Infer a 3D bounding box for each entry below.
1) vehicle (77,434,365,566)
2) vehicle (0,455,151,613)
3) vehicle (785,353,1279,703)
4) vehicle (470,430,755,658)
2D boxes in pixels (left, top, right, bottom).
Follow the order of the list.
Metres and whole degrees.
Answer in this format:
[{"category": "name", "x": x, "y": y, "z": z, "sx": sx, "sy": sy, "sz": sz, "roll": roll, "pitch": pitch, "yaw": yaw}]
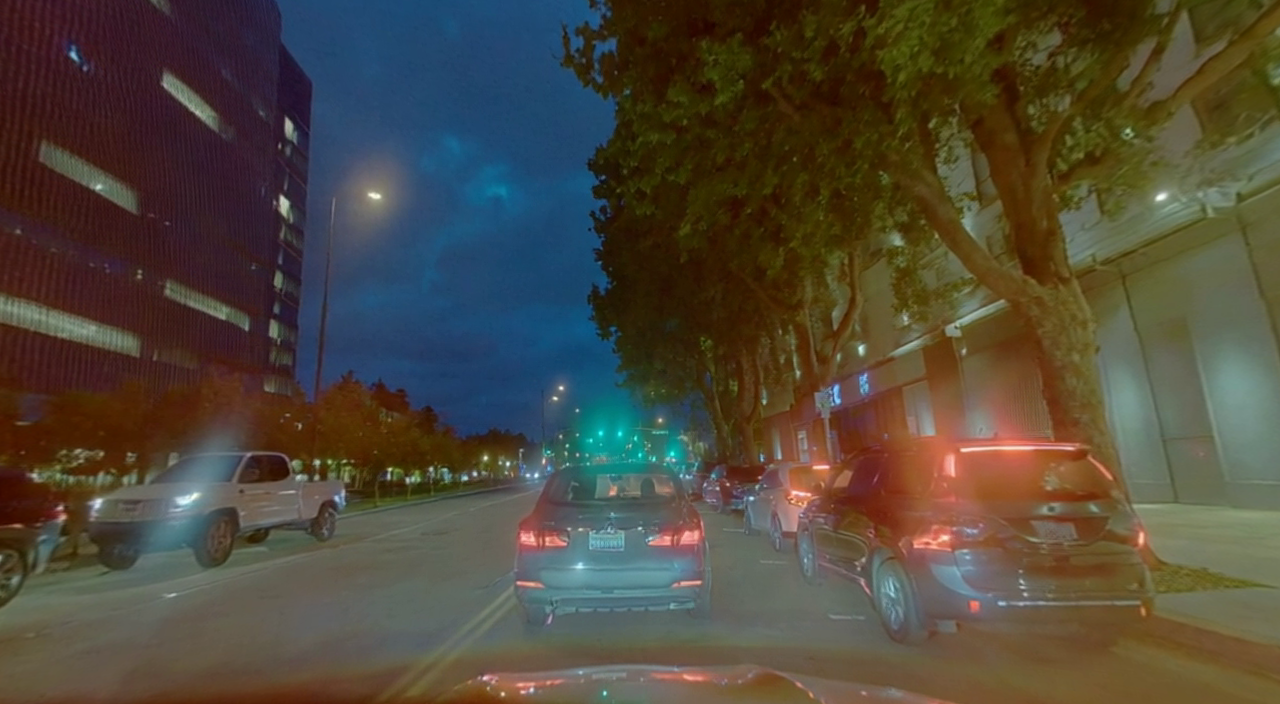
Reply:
[{"category": "vehicle", "x": -6.826, "y": 2.541, "z": 11.059, "sx": 1.994, "sy": 1.701, "sz": 4.520, "roll": -3, "pitch": -12, "yaw": -1}, {"category": "vehicle", "x": -6.968, "y": 1.631, "z": 5.522, "sx": 1.900, "sy": 1.471, "sz": 4.202, "roll": 1, "pitch": -10, "yaw": 0}, {"category": "vehicle", "x": 2.713, "y": 1.371, "z": 5.312, "sx": 1.868, "sy": 1.920, "sz": 4.501, "roll": 1, "pitch": -10, "yaw": 0}, {"category": "vehicle", "x": -0.175, "y": 1.705, "z": 6.381, "sx": 2.018, "sy": 1.583, "sz": 3.646, "roll": 1, "pitch": -10, "yaw": 1}]
